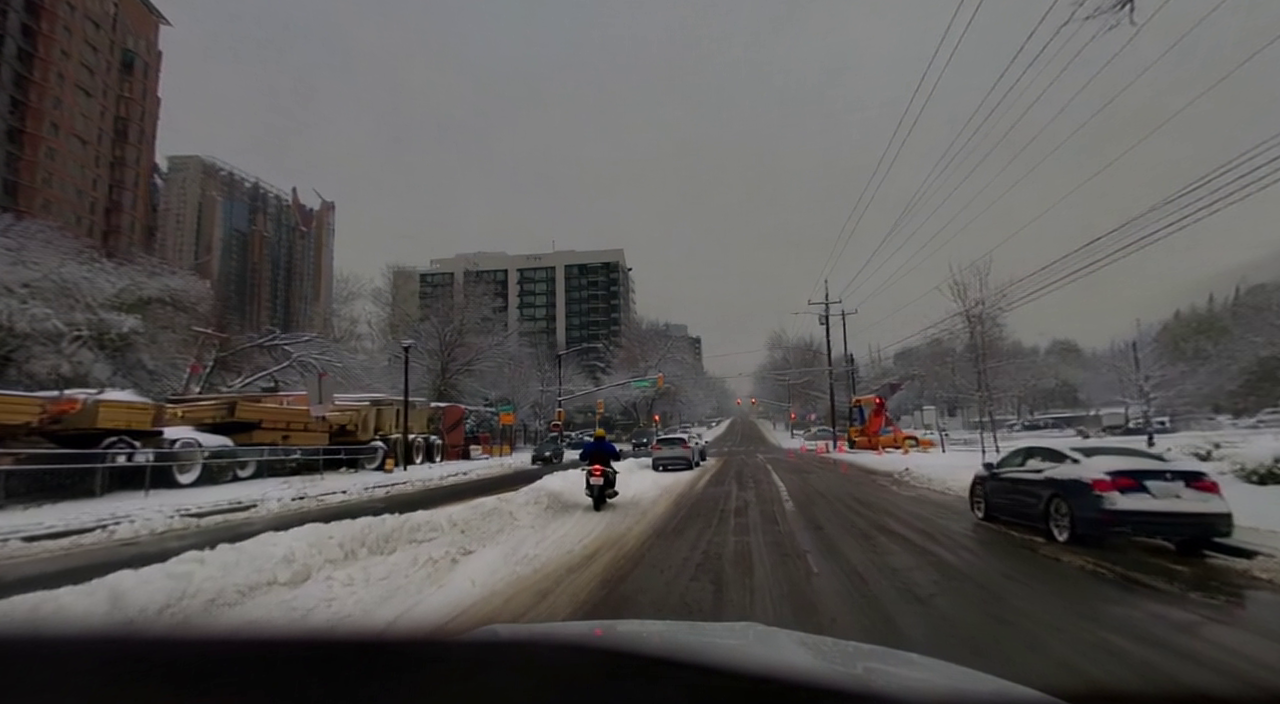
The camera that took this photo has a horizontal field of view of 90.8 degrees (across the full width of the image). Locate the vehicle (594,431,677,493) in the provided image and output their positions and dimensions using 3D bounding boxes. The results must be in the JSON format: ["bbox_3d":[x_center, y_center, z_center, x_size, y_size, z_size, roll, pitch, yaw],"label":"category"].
[{"bbox_3d":[-0.008,3.164,18.527,1.925,1.602,4.090,-1,-8,7],"label":"vehicle"}]

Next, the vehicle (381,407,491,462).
[{"bbox_3d":[-12.734,5.170,40.956,2.970,2.938,11.622,-3,-6,2],"label":"vehicle"}]

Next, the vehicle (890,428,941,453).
[{"bbox_3d":[20.240,6.580,46.630,1.918,1.732,4.650,-1,-8,5],"label":"vehicle"}]

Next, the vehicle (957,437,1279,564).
[{"bbox_3d":[6.869,2.077,9.732,1.973,1.457,4.522,-1,-8,6],"label":"vehicle"}]

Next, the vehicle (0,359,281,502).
[{"bbox_3d":[-15.013,2.385,18.500,2.990,3.144,9.080,-1,-8,5],"label":"vehicle"}]

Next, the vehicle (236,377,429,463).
[{"bbox_3d":[-13.702,3.392,29.720,2.996,3.170,10.153,-5,-9,7],"label":"vehicle"}]
